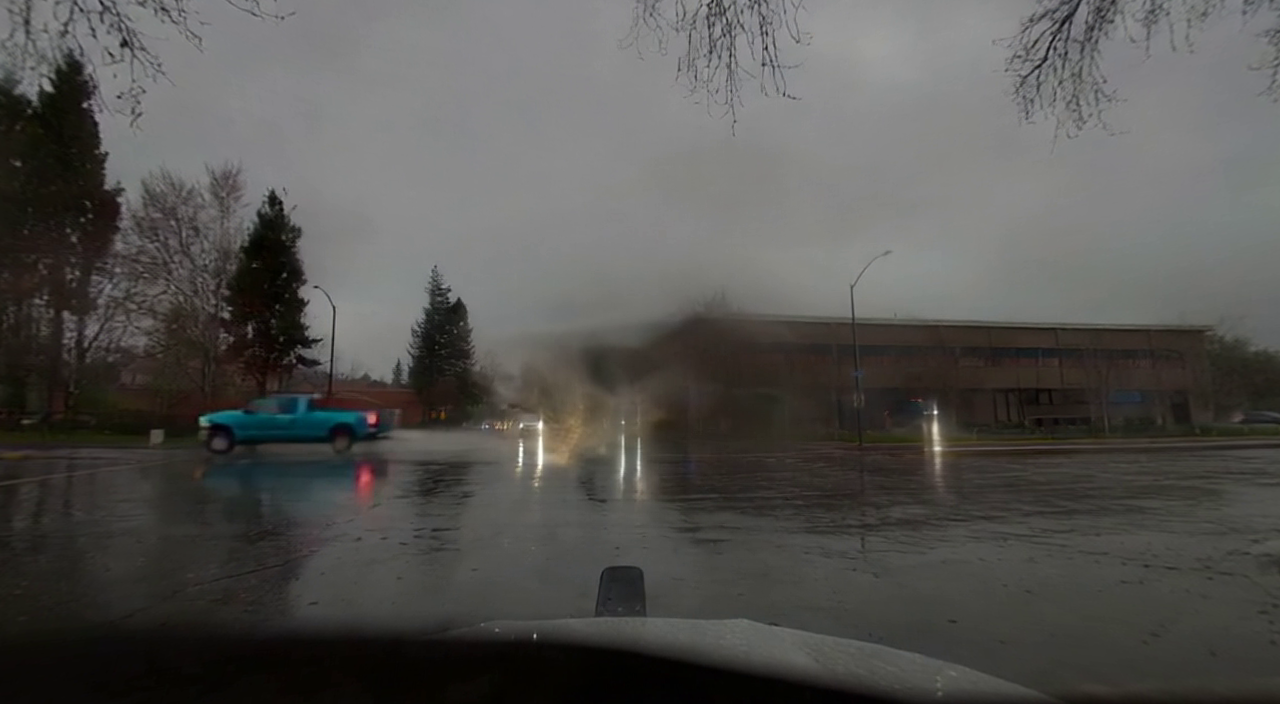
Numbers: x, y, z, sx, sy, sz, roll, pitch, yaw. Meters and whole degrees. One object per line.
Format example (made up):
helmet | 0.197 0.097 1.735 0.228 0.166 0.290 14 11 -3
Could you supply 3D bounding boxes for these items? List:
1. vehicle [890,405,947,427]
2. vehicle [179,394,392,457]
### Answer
vehicle | 21.218 4.898 47.771 4.674 1.483 1.745 6 -10 -35
vehicle | -10.912 2.364 19.817 5.333 1.837 2.124 1 -9 -10
